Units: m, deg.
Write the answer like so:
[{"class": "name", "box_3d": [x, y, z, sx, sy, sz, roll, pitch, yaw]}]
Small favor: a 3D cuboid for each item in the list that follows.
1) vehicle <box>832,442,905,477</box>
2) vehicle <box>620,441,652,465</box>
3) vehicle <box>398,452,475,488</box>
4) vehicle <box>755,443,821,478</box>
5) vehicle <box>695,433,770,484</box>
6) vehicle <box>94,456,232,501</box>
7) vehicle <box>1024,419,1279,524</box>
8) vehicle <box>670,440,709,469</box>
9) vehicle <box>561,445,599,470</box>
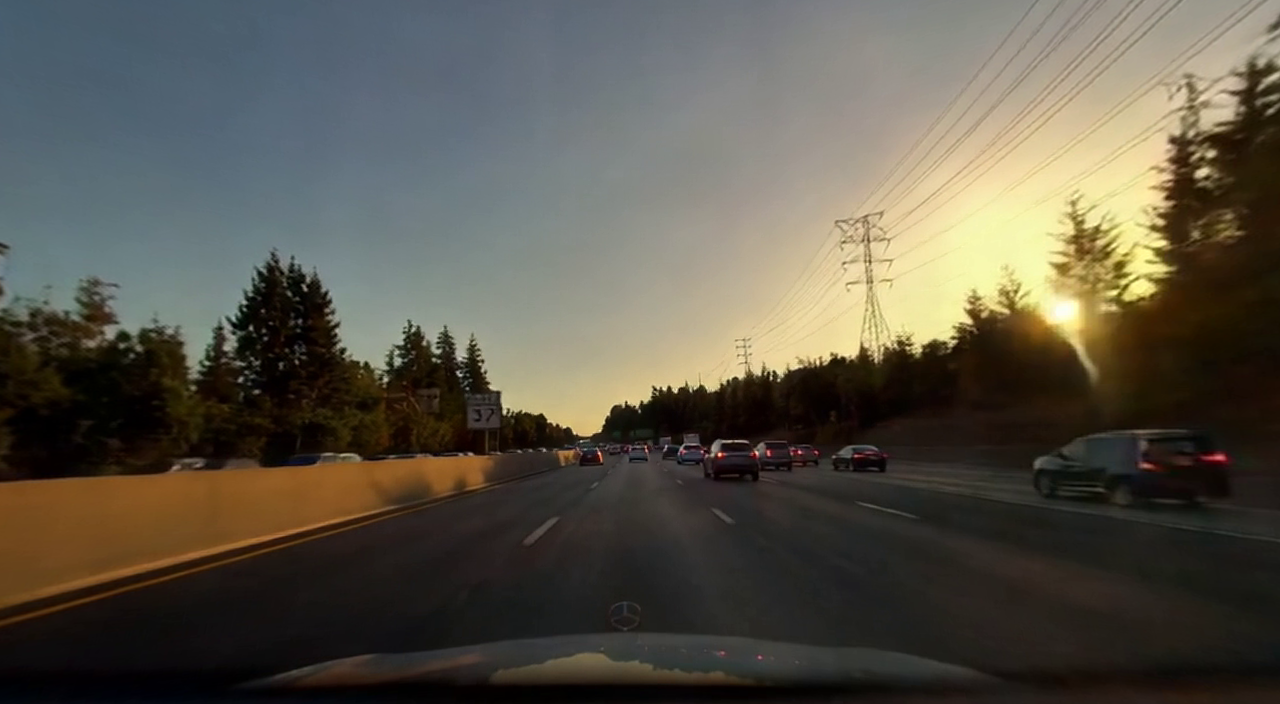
[{"class": "vehicle", "box_3d": [10.440, 4.913, 29.050, 1.850, 1.492, 3.767, 0, -8, -1]}, {"class": "vehicle", "box_3d": [-0.311, 7.763, 48.485, 2.314, 1.796, 4.254, 0, -8, -1]}, {"class": "vehicle", "box_3d": [-8.900, 5.173, 27.944, 1.920, 1.415, 4.383, 0, -9, 1]}, {"class": "vehicle", "box_3d": [6.776, 4.996, 29.346, 1.909, 1.507, 4.471, 0, -8, -1]}, {"class": "vehicle", "box_3d": [3.537, 4.188, 25.016, 2.138, 1.826, 4.783, 0, -8, -1]}, {"class": "vehicle", "box_3d": [-22.866, 6.036, 30.556, 2.159, 1.884, 5.705, 0, -8, 1]}, {"class": "vehicle", "box_3d": [10.242, 2.309, 12.682, 2.154, 1.725, 4.381, 0, -8, -1]}, {"class": "vehicle", "box_3d": [3.173, 6.709, 41.449, 2.111, 1.755, 4.459, 0, -8, -2]}, {"class": "vehicle", "box_3d": [-3.772, 6.710, 40.361, 2.051, 1.510, 4.373, 0, -8, 0]}]
